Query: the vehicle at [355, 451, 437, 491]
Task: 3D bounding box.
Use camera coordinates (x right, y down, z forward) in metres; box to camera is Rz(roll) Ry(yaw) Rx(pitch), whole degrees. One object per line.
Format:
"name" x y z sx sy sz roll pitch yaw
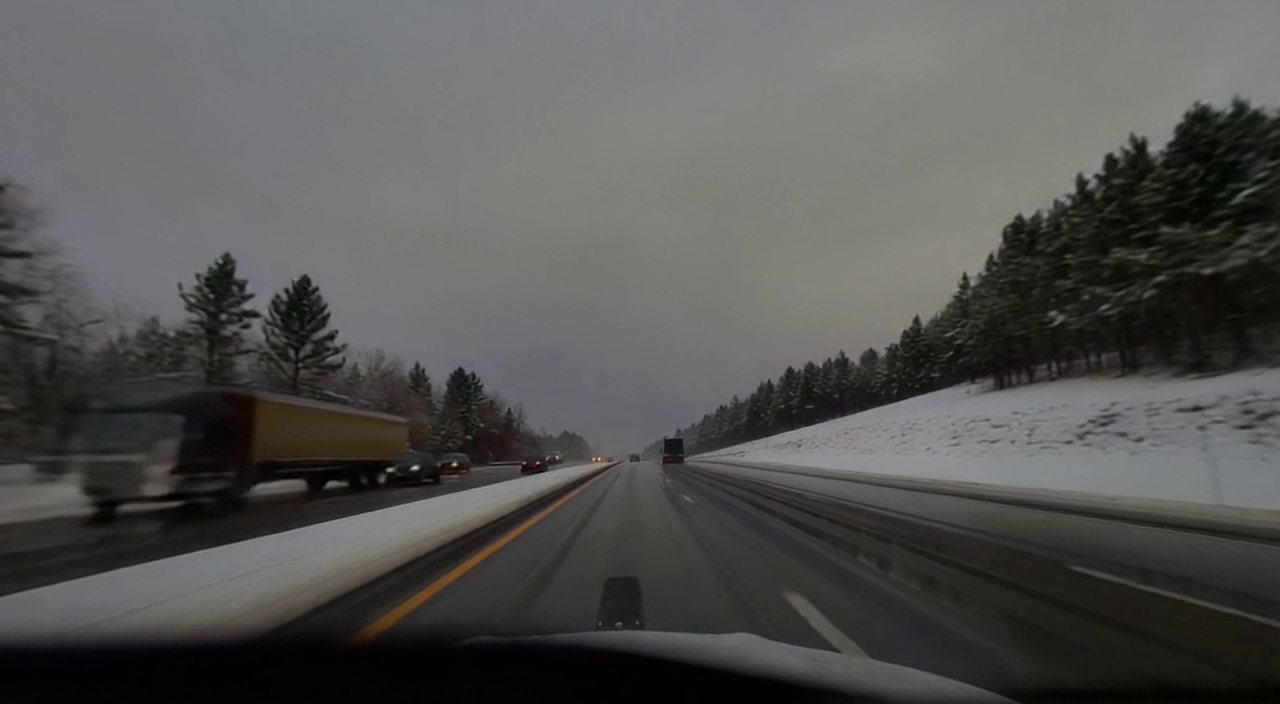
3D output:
"vehicle" -11.703 5.710 30.704 2.072 1.763 4.797 0 -9 0

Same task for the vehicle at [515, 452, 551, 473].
"vehicle" -8.202 8.468 48.732 2.029 1.506 4.335 0 -9 1

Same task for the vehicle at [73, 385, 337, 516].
"vehicle" -16.020 3.848 24.903 2.947 4.041 10.415 0 -9 0
